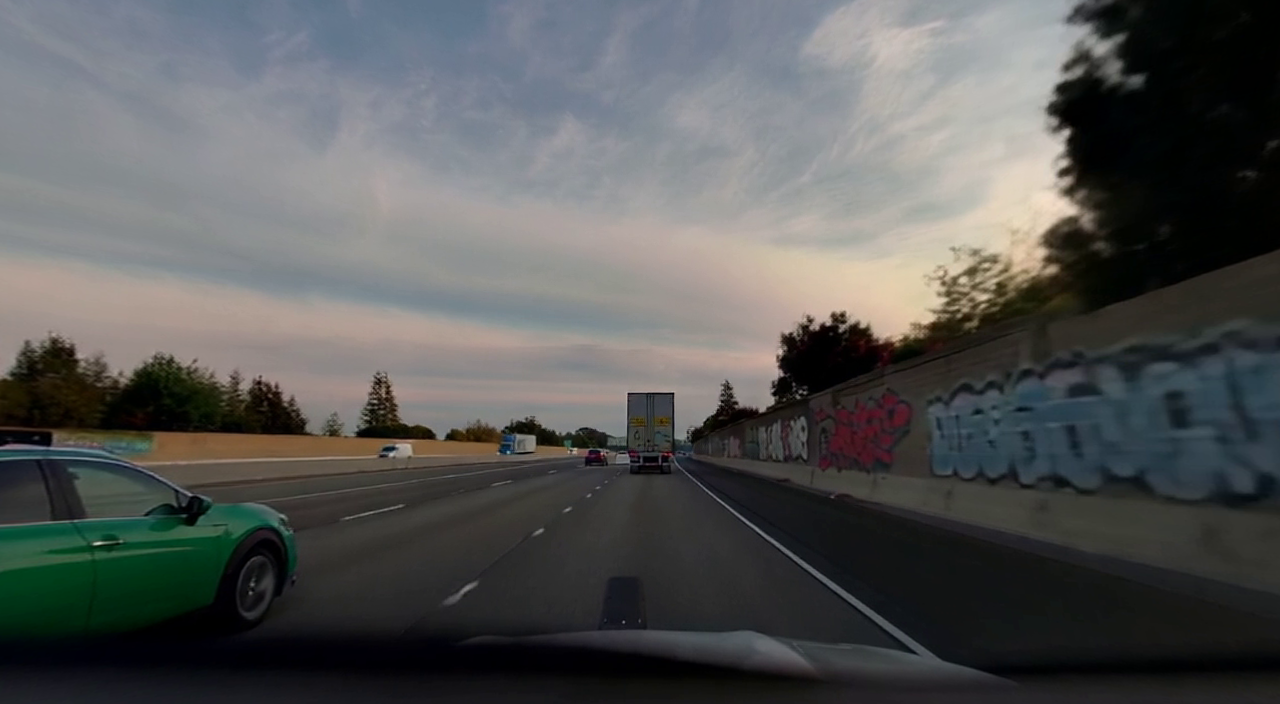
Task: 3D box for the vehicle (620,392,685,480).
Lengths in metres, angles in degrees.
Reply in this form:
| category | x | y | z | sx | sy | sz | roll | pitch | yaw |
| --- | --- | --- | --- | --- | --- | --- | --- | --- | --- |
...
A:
| category | x | y | z | sx | sy | sz | roll | pitch | yaw |
| --- | --- | --- | --- | --- | --- | --- | --- | --- | --- |
| vehicle | 0.631 | 4.732 | 34.716 | 2.997 | 4.069 | 10.871 | 0 | -9 | 0 |
